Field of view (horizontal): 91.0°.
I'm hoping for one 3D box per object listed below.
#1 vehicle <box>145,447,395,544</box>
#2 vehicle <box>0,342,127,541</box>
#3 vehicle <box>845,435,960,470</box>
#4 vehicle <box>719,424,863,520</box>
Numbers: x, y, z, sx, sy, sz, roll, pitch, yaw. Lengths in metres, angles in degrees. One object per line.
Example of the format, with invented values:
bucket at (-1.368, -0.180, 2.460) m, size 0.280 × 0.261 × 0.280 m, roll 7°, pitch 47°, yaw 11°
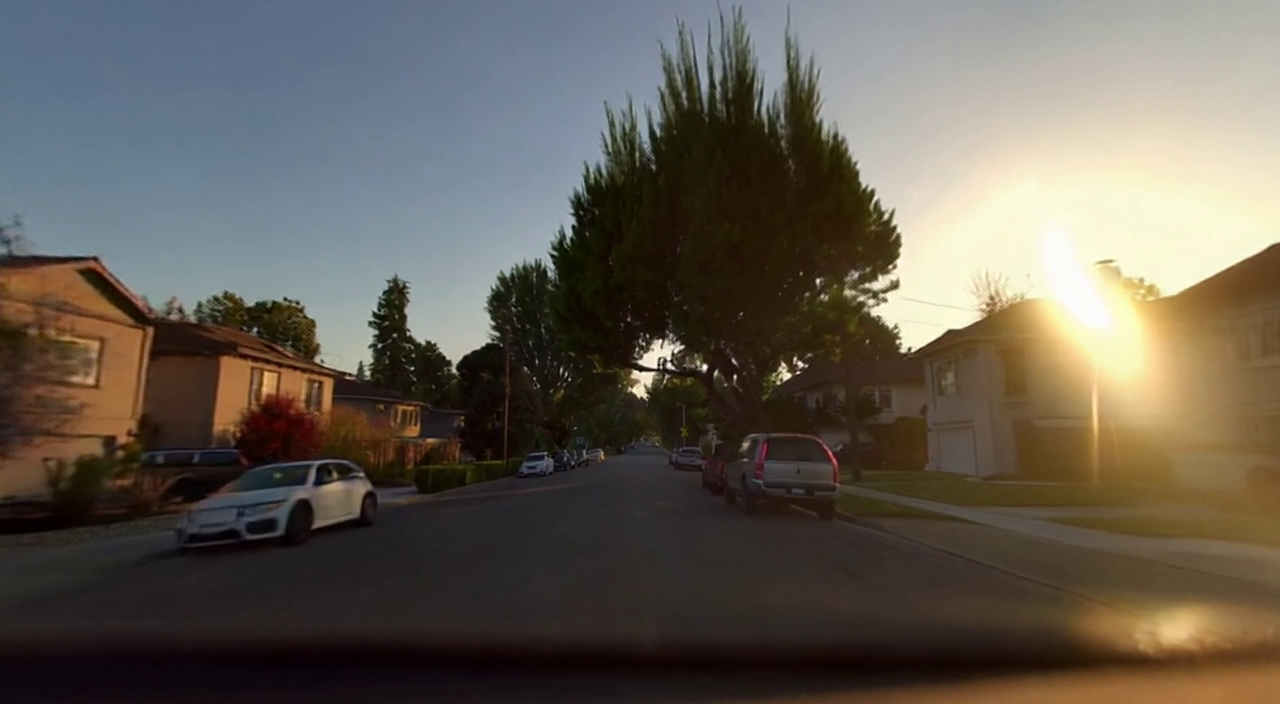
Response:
vehicle at (-6.762, 2.772, 12.268) m, size 2.071 × 1.481 × 4.425 m, roll -1°, pitch -12°, yaw 2°
vehicle at (-13.799, 1.665, 11.296) m, size 6.585 × 3.247 × 3.011 m, roll -2°, pitch -7°, yaw 2°
vehicle at (11.446, 4.426, 27.717) m, size 4.111 × 1.459 × 2.214 m, roll -1°, pitch -8°, yaw 4°
vehicle at (3.293, 2.740, 14.990) m, size 2.262 × 1.870 × 4.948 m, roll 0°, pitch -8°, yaw 1°
